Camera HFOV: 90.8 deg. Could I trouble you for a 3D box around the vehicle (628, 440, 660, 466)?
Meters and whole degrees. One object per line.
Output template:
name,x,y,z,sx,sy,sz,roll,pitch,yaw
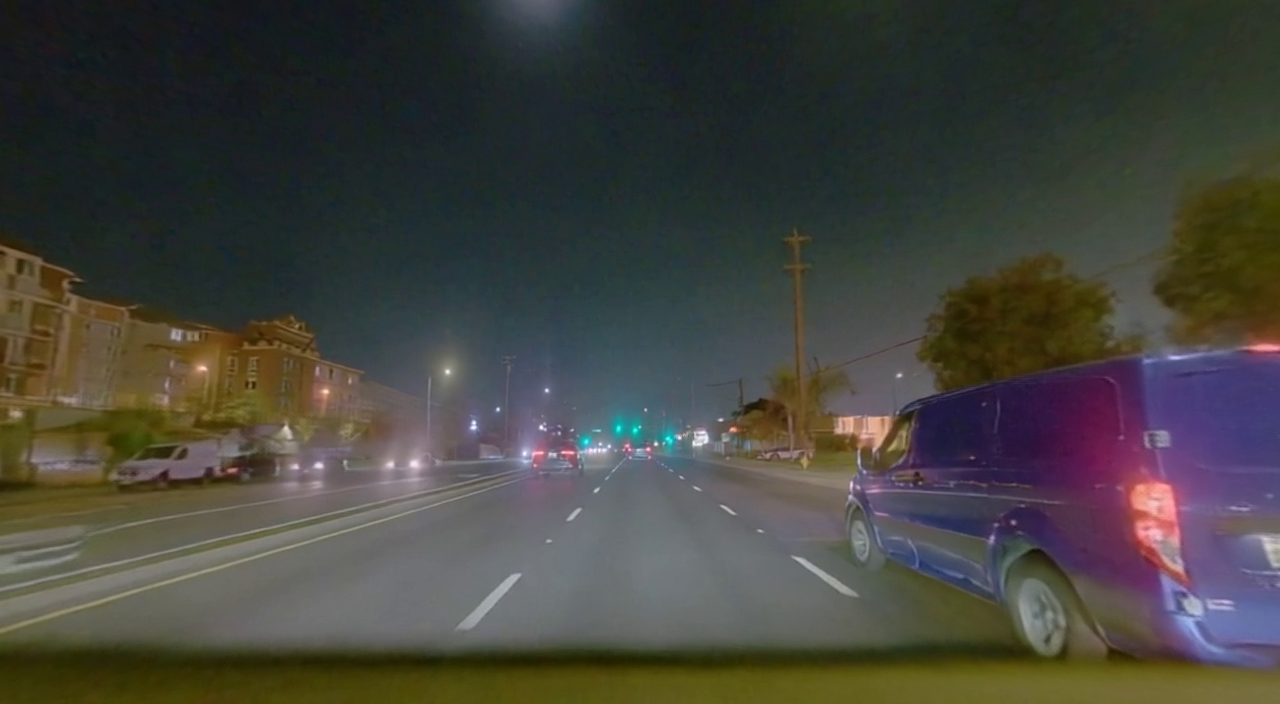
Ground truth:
vehicle,0.273,7.174,45.116,2.191,1.761,3.857,0,-8,-1

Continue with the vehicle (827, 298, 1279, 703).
vehicle,3.313,1.081,4.826,2.234,1.912,4.847,0,-8,-1

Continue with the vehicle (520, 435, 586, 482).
vehicle,-3.374,4.238,25.351,1.967,1.703,4.157,0,-8,1

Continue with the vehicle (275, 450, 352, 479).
vehicle,-18.325,6.293,35.725,1.934,1.470,4.487,0,-8,0

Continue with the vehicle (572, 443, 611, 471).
vehicle,-2.723,5.982,36.192,1.869,1.454,4.142,0,-8,0

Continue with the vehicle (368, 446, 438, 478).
vehicle,-11.755,5.447,31.620,1.857,1.473,4.298,0,-8,0

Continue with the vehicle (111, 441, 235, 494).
vehicle,-21.420,5.255,29.330,1.931,2.187,5.001,-1,-8,-1
